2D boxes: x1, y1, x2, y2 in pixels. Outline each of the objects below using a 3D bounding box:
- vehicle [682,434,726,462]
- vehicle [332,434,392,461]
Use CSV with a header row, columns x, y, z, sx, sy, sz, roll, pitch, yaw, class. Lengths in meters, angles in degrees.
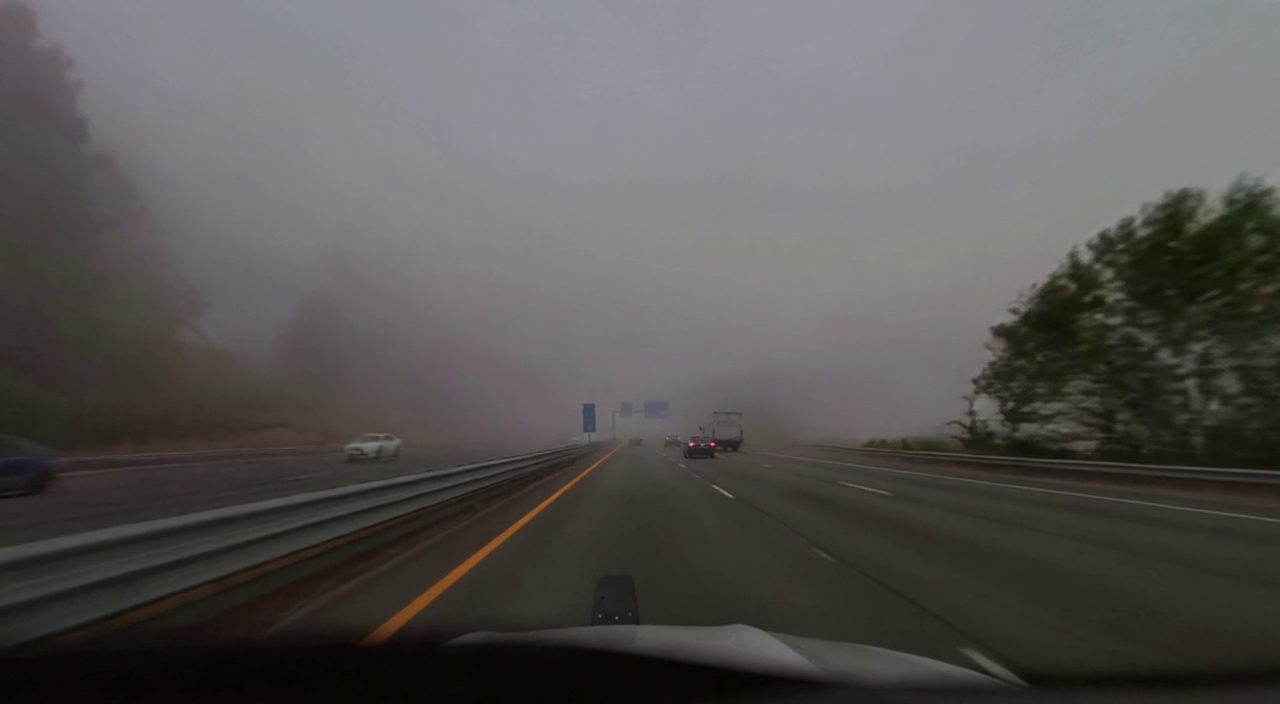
x,y,z,sx,sy,sz,roll,pitch,yaw,class
3.678,5.587,36.972,1.986,1.501,4.529,0,-8,-2,vehicle
-17.017,5.835,38.763,1.831,1.586,4.051,0,-8,0,vehicle
